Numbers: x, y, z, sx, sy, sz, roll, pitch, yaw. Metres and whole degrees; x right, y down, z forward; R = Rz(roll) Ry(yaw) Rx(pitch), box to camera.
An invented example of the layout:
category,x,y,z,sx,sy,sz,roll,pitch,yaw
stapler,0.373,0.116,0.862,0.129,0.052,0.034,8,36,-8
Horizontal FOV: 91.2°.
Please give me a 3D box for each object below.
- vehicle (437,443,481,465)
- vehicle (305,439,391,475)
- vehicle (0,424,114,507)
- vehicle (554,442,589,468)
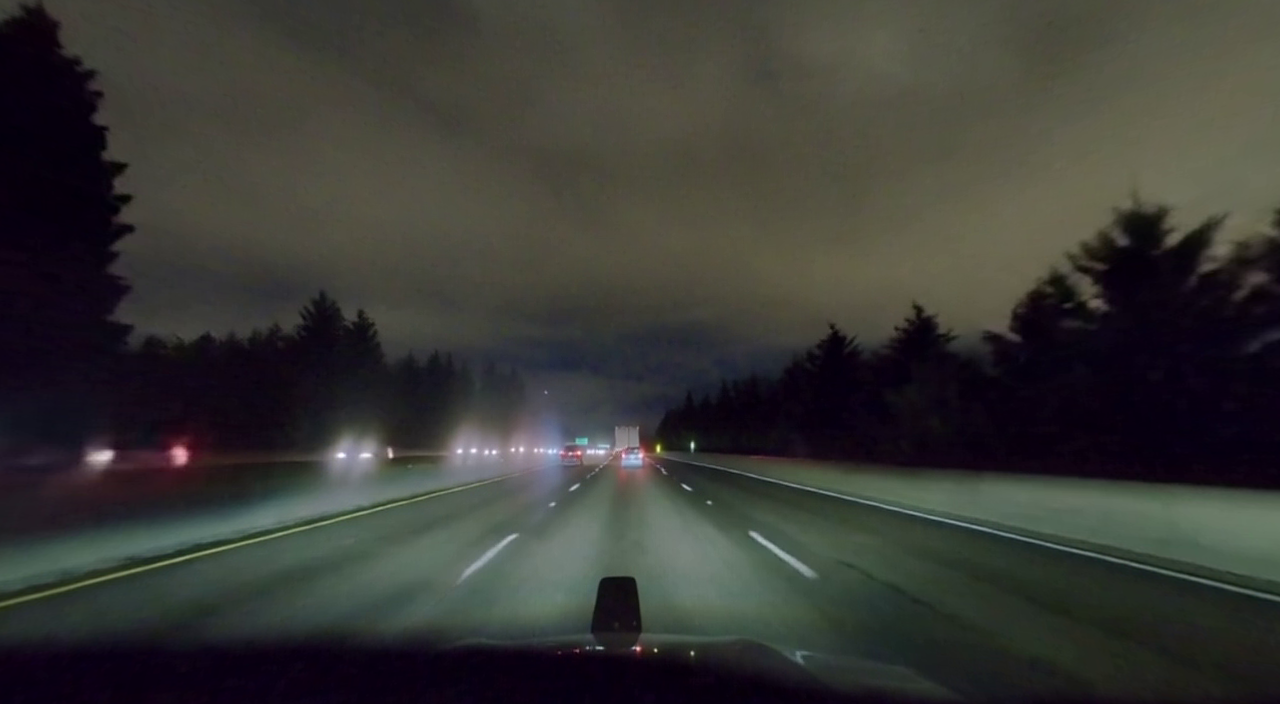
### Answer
category,x,y,z,sx,sy,sz,roll,pitch,yaw
vehicle,-13.446,7.608,46.788,1.935,1.542,4.672,0,-9,-1
vehicle,-13.294,4.807,28.853,1.888,1.491,4.426,0,-9,-1
vehicle,-12.940,2.174,12.039,2.169,1.511,4.002,0,-9,-1
vehicle,-4.736,7.217,43.967,2.098,1.692,4.038,0,-9,-2
